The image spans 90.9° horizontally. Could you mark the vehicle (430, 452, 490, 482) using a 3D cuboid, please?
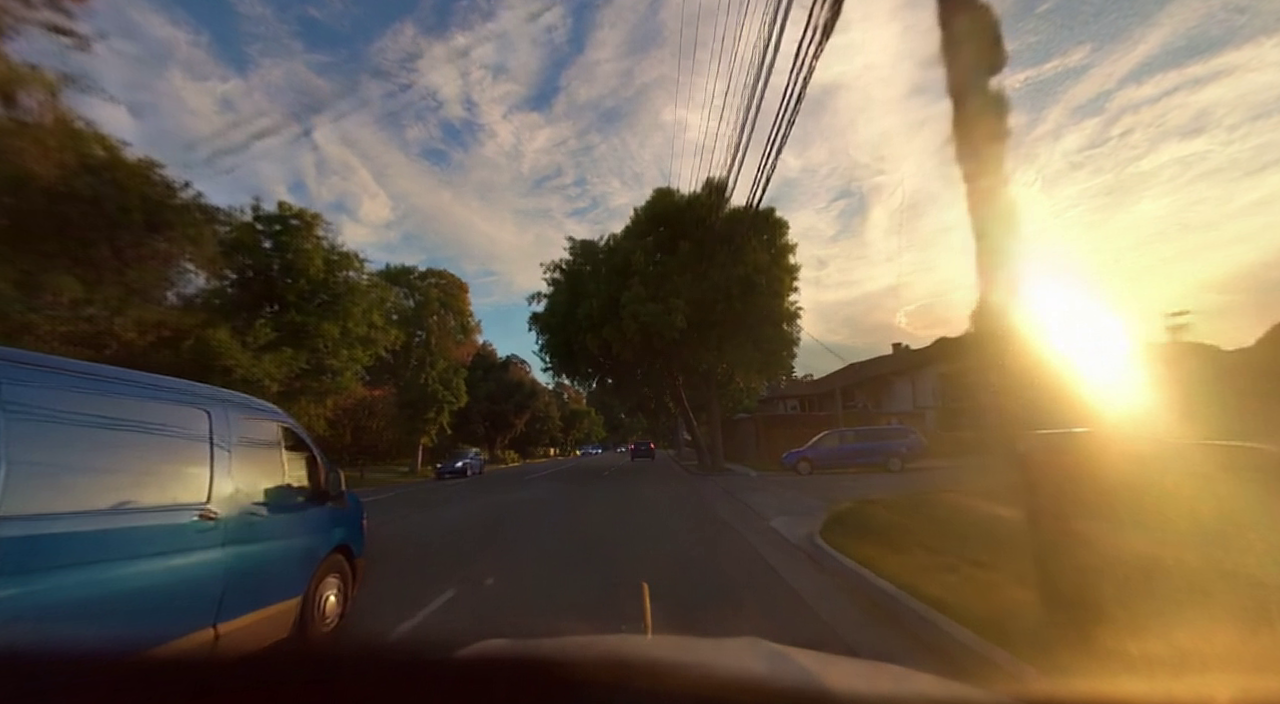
[{"bbox_3d":[-9.531,6.115,33.702,1.844,1.454,4.288,0,-9,1],"label":"vehicle"}]

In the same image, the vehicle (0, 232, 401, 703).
[{"bbox_3d":[-3.443,0.752,2.851,2.336,2.152,5.866,0,-9,1],"label":"vehicle"}]

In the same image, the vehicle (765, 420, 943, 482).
[{"bbox_3d":[6.754,3.189,20.407,5.012,1.711,2.457,-5,-8,15],"label":"vehicle"}]

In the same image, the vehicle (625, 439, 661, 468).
[{"bbox_3d":[0.208,6.327,39.385,2.120,1.718,3.909,0,-9,1],"label":"vehicle"}]

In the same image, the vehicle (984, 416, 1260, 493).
[{"bbox_3d":[10.103,2.187,13.518,4.295,1.505,1.918,0,-9,1],"label":"vehicle"}]
